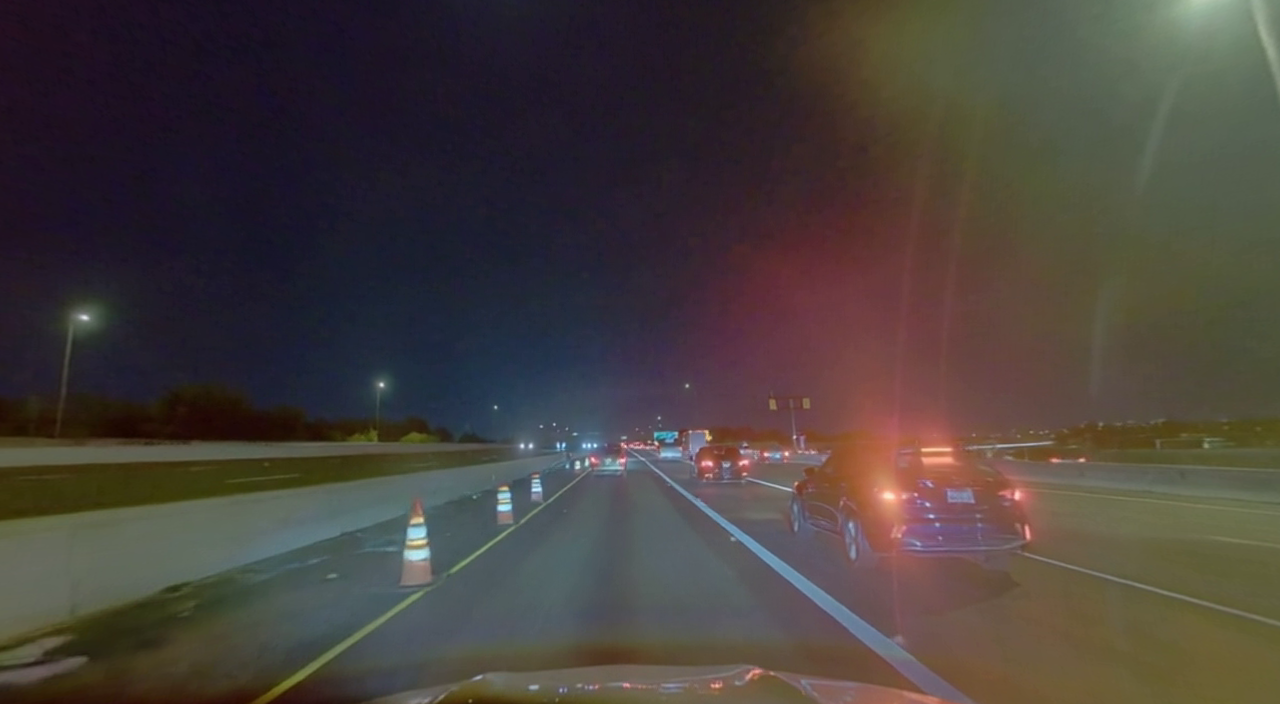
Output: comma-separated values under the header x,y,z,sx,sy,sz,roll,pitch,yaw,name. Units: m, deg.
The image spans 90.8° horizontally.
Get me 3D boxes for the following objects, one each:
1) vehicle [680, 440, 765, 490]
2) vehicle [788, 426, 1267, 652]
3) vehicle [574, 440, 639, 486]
x,y,z,sx,sy,sz,roll,pitch,yaw,name
2.581,3.690,20.959,2.042,1.460,4.451,0,-9,-2,vehicle
3.059,1.547,6.344,1.996,1.455,4.281,0,-9,-2,vehicle
-1.113,3.857,22.260,2.069,1.470,4.004,0,-9,-1,vehicle
